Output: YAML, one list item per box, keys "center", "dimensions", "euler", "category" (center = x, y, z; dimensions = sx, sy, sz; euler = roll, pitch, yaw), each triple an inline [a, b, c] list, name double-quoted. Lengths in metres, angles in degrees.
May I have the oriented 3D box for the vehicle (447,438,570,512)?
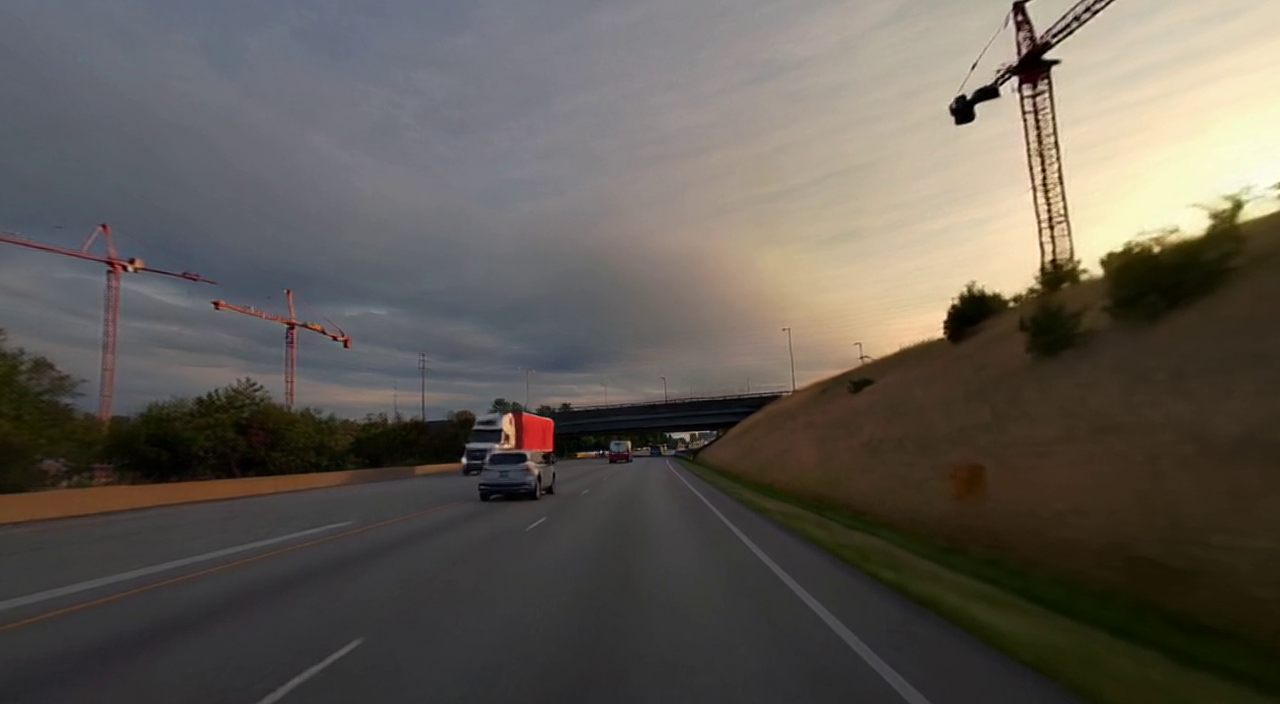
- center: [-3.197, 3.093, 16.271]
  dimensions: [2.194, 1.648, 3.984]
  euler: [0, -9, 1]
  category: "vehicle"
